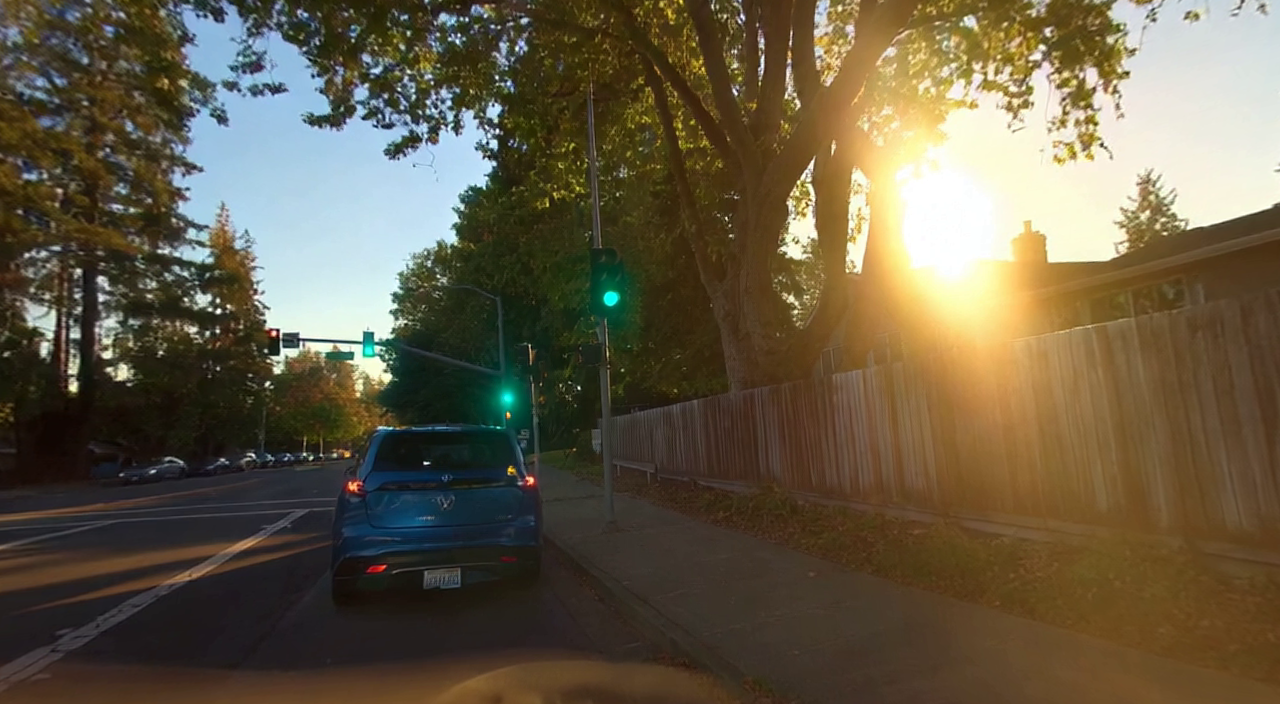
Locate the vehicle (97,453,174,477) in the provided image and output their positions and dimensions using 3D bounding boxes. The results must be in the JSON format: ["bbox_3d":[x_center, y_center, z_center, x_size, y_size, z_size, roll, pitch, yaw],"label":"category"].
[{"bbox_3d":[-37.411,8.393,46.946,3.959,1.680,1.785,2,-9,-12],"label":"vehicle"}]

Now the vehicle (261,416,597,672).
[{"bbox_3d":[-1.834,1.448,5.881,2.024,1.502,3.702,3,-9,-18],"label":"vehicle"}]
